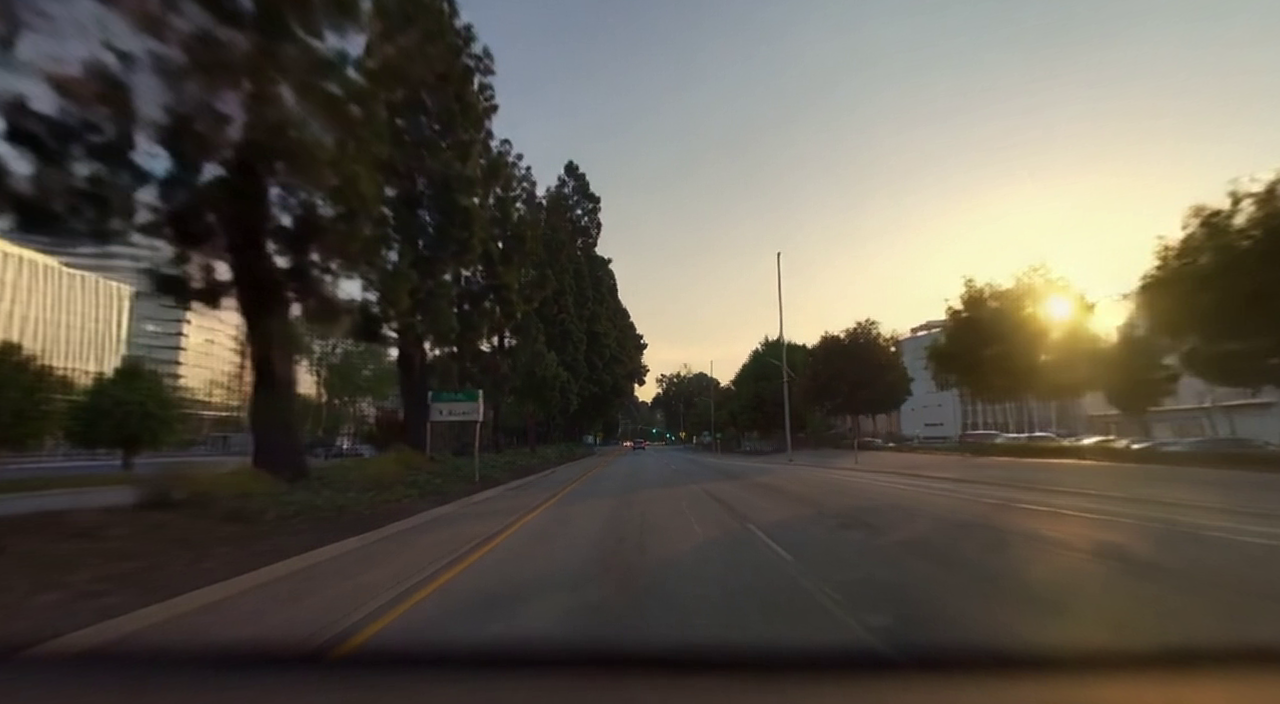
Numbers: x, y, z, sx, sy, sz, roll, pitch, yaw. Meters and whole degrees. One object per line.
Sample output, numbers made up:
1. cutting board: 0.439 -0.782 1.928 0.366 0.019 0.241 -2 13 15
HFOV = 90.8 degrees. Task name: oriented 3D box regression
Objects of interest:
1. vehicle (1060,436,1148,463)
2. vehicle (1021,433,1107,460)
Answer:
1. vehicle: 31.320 6.567 42.743 4.279 1.743 2.003 0 -8 5
2. vehicle: 30.434 6.767 45.425 4.633 1.754 2.017 -2 -8 1
